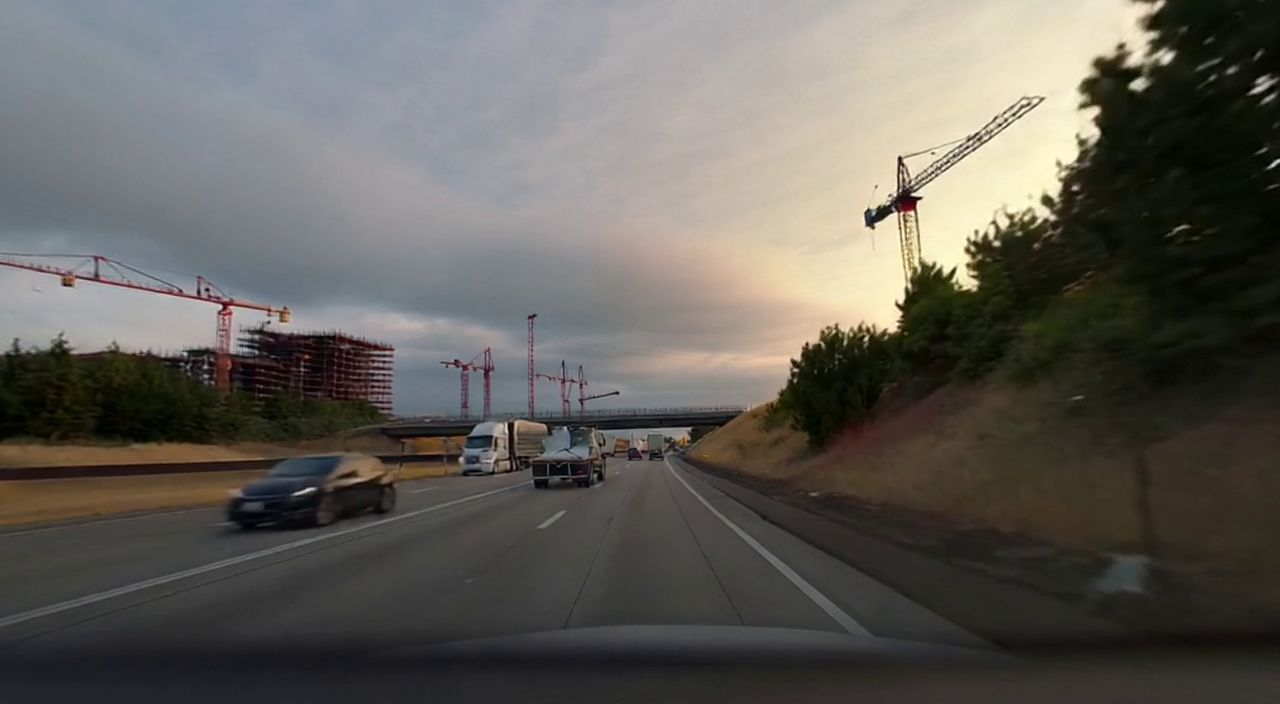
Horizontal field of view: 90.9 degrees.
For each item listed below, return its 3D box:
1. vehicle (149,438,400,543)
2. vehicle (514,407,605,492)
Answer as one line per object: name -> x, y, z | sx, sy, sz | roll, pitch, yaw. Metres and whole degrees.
vehicle -> -6.481, 2.491, 11.919 | 2.136, 1.596, 4.195 | 0, -9, 1
vehicle -> -2.813, 3.723, 23.995 | 2.565, 2.771, 6.641 | 0, -9, 0
